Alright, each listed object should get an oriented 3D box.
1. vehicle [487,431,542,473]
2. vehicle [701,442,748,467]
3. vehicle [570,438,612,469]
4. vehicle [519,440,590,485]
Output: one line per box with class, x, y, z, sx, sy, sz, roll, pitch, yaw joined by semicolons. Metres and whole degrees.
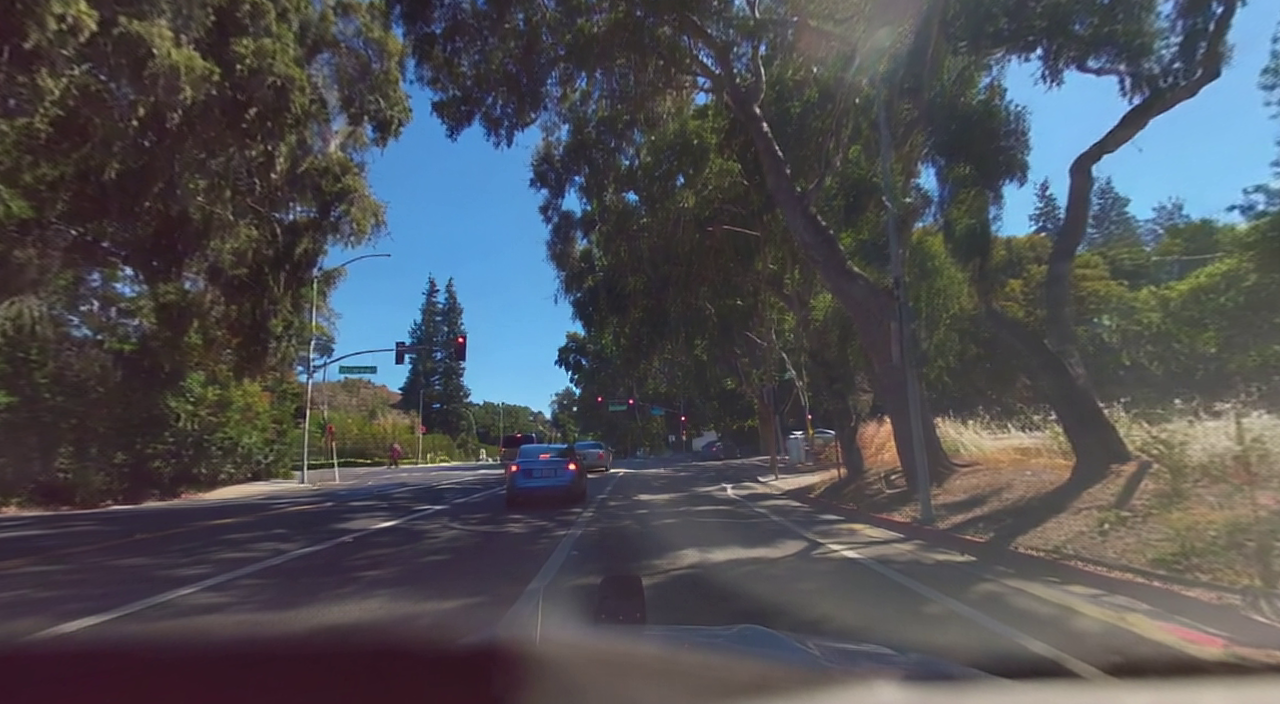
vehicle;-6.559;5.277;33.548;2.390;2.020;5.085;1;-9;-6
vehicle;5.308;6.342;39.236;1.945;1.410;4.284;-3;-9;21
vehicle;-2.800;5.908;36.932;2.055;1.679;4.155;0;-9;1
vehicle;-3.026;4.006;23.178;1.979;1.492;3.930;0;-9;1
